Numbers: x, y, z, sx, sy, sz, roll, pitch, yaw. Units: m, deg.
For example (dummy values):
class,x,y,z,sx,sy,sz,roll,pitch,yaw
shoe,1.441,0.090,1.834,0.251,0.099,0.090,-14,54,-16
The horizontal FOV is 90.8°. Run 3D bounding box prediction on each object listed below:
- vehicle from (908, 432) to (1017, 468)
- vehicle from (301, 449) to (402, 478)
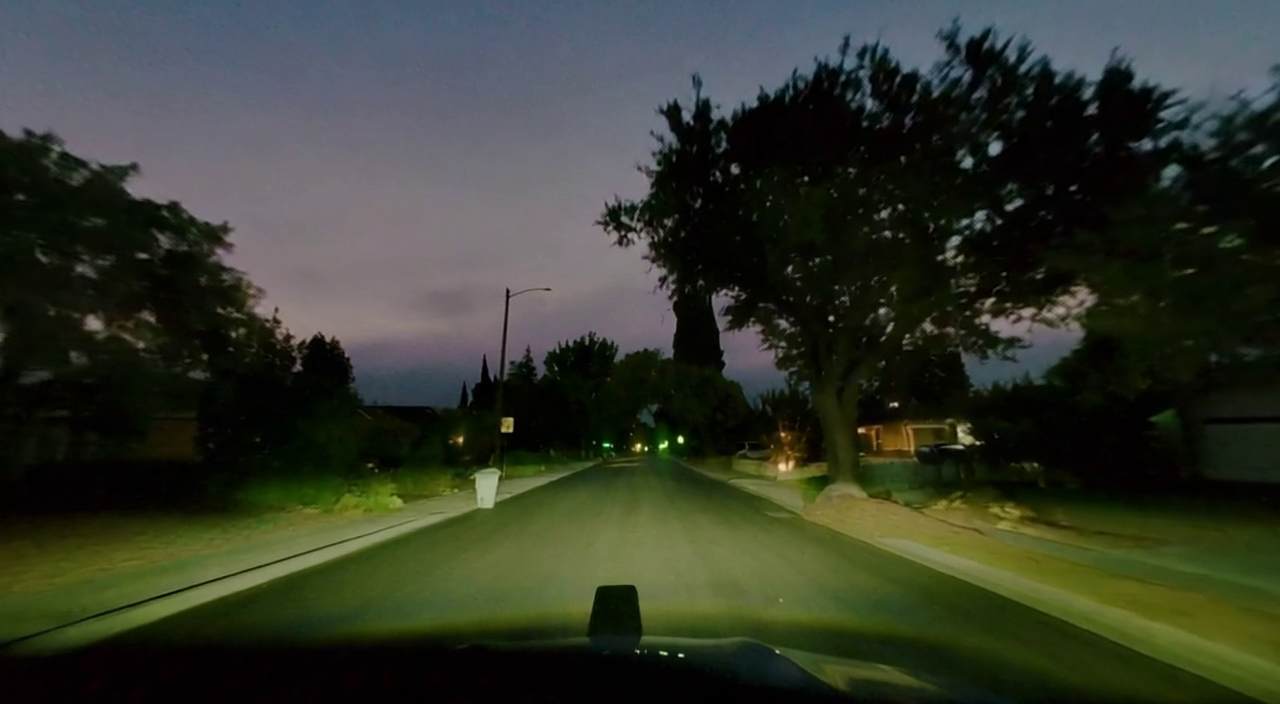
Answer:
class,x,y,z,sx,sy,sz,roll,pitch,yaw
vehicle,16.475,5.001,32.418,4.495,1.724,1.943,0,-9,-4
vehicle,-14.341,5.548,31.595,4.138,1.355,1.808,0,-9,0
